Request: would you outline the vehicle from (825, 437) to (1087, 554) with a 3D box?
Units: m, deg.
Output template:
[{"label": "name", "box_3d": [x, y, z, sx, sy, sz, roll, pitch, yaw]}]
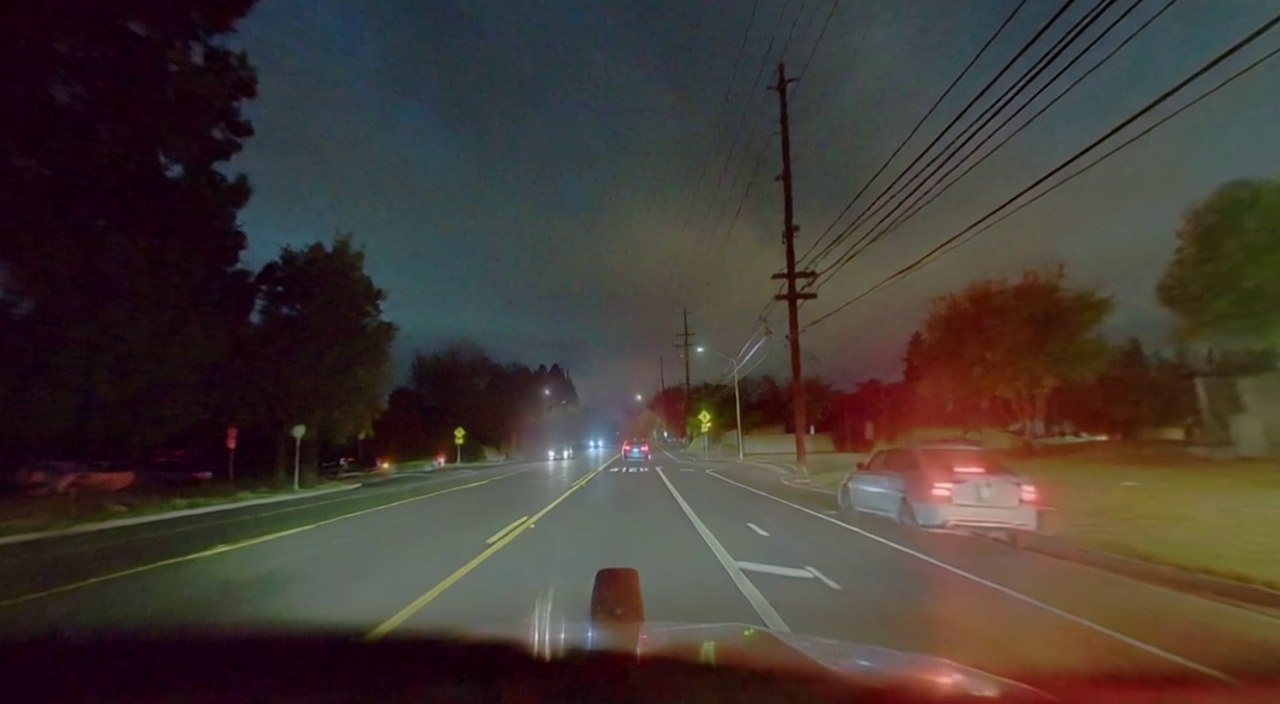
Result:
[{"label": "vehicle", "box_3d": [4.739, 2.185, 10.442, 1.987, 1.479, 4.562, 0, -9, 0]}]

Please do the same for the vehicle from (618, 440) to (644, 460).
[{"label": "vehicle", "box_3d": [-0.703, 7.422, 47.891, 1.877, 1.448, 3.830, 0, -9, -1]}]

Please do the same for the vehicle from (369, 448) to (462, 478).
[{"label": "vehicle", "box_3d": [-14.173, 7.006, 40.112, 5.190, 1.502, 2.085, -3, -9, -1]}]

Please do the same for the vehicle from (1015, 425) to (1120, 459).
[{"label": "vehicle", "box_3d": [25.161, 5.320, 37.301, 4.597, 1.961, 2.087, -1, -8, 2]}]
